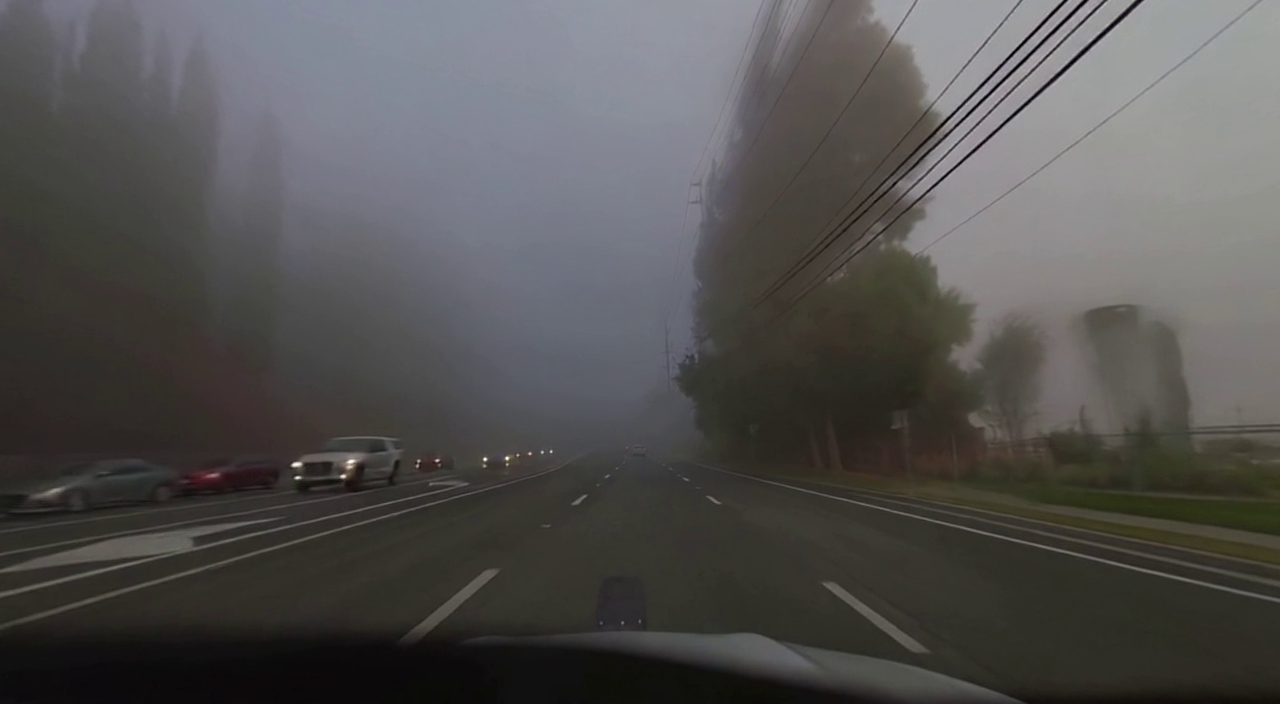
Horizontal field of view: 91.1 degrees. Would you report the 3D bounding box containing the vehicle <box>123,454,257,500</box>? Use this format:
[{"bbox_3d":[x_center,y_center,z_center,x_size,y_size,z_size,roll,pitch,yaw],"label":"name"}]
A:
[{"bbox_3d":[-16.999,4.698,24.041,1.897,1.505,4.350,0,-8,0],"label":"vehicle"}]

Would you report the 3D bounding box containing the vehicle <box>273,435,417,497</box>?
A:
[{"bbox_3d":[-9.956,3.869,21.912,2.249,1.866,5.664,0,-8,0],"label":"vehicle"}]

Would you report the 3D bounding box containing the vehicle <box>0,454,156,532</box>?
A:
[{"bbox_3d":[-13.550,3.068,14.070,1.821,1.453,4.459,0,-8,0],"label":"vehicle"}]

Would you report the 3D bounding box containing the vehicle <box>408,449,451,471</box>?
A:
[{"bbox_3d":[-16.614,8.498,49.733,1.840,1.621,4.235,1,-8,2],"label":"vehicle"}]
